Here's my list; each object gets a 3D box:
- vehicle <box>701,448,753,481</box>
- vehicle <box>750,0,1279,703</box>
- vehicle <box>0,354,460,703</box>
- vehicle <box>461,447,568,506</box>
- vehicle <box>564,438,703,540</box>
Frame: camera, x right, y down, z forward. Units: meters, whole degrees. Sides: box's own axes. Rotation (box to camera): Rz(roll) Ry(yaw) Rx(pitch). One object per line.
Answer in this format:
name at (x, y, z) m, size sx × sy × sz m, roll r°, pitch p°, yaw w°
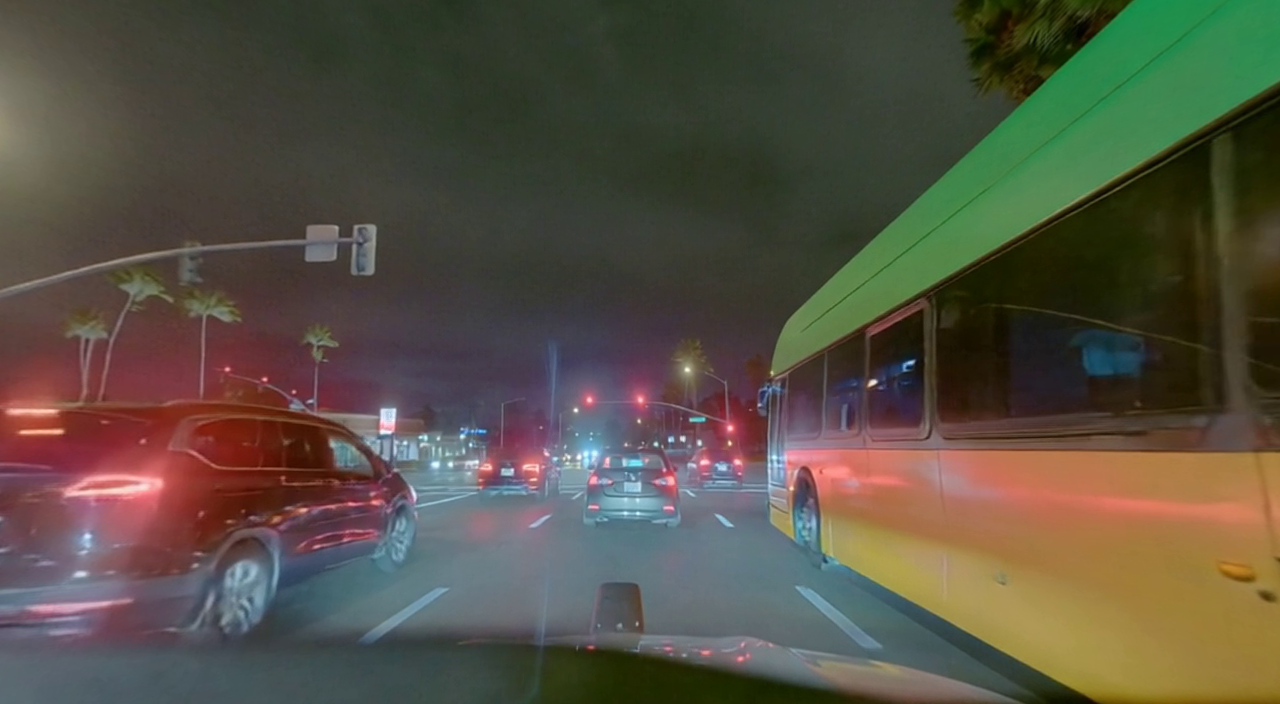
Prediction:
vehicle at (4.219, 5.497, 31.184) m, size 1.989 × 1.467 × 4.364 m, roll 0°, pitch -9°, yaw 1°
vehicle at (3.662, 0.094, 5.257) m, size 3.068 × 4.026 × 13.534 m, roll 0°, pitch -9°, yaw 0°
vehicle at (-3.459, 1.293, 5.618) m, size 2.145 × 1.824 × 4.974 m, roll 0°, pitch -9°, yaw 1°
vehicle at (-3.264, 3.317, 17.329) m, size 1.919 × 1.415 × 4.178 m, roll -1°, pitch -9°, yaw 2°
vehicle at (-0.097, 2.329, 11.378) m, size 2.060 × 1.499 × 3.831 m, roll 0°, pitch -9°, yaw 0°
